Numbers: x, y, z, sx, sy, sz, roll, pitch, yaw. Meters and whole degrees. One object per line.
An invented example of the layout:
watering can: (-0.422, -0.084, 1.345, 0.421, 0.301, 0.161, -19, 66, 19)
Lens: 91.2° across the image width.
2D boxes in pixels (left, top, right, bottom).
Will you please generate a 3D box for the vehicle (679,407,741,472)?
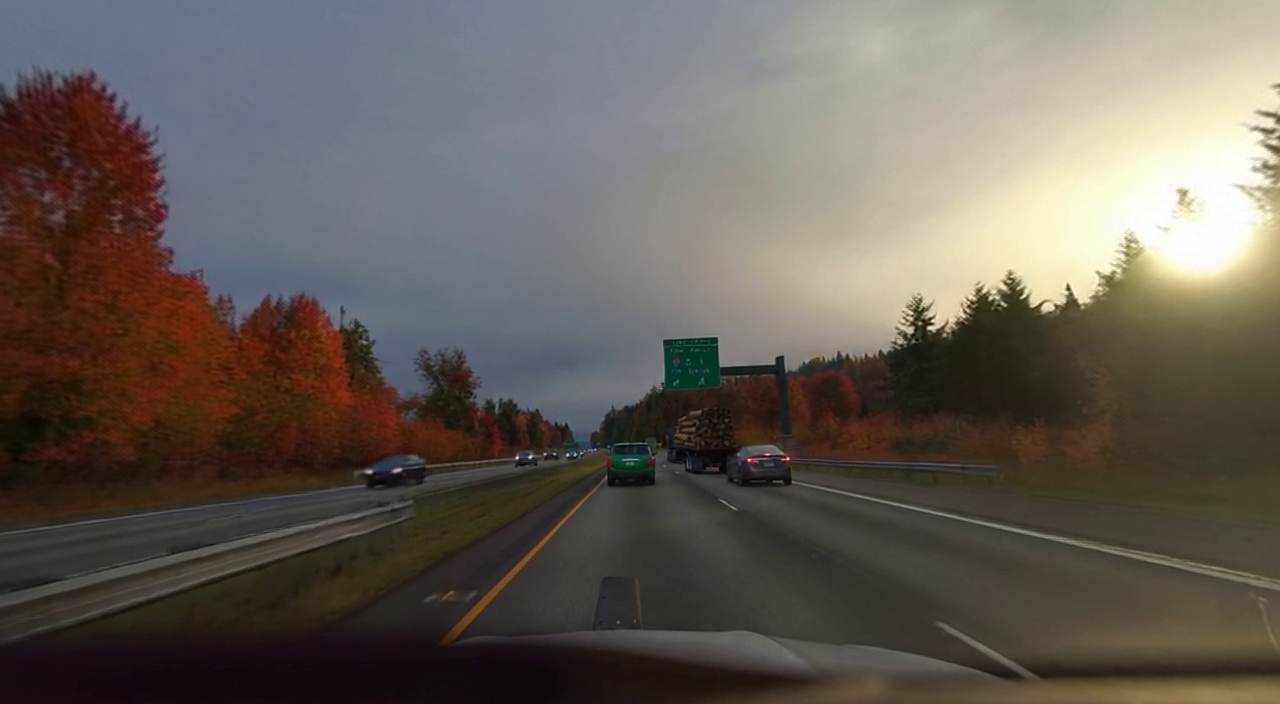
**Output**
vehicle: (4.569, 6.017, 42.800, 3.125, 3.895, 8.461, 0, -9, -1)

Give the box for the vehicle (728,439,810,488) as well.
vehicle: (4.802, 4.218, 24.062, 2.057, 1.660, 4.525, 0, -9, -2)

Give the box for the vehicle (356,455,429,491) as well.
vehicle: (-12.769, 6.245, 32.691, 1.987, 1.612, 4.522, 0, -9, 0)

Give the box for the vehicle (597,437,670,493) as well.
vehicle: (-0.232, 3.835, 21.533, 2.263, 1.699, 3.936, 0, -9, -1)
